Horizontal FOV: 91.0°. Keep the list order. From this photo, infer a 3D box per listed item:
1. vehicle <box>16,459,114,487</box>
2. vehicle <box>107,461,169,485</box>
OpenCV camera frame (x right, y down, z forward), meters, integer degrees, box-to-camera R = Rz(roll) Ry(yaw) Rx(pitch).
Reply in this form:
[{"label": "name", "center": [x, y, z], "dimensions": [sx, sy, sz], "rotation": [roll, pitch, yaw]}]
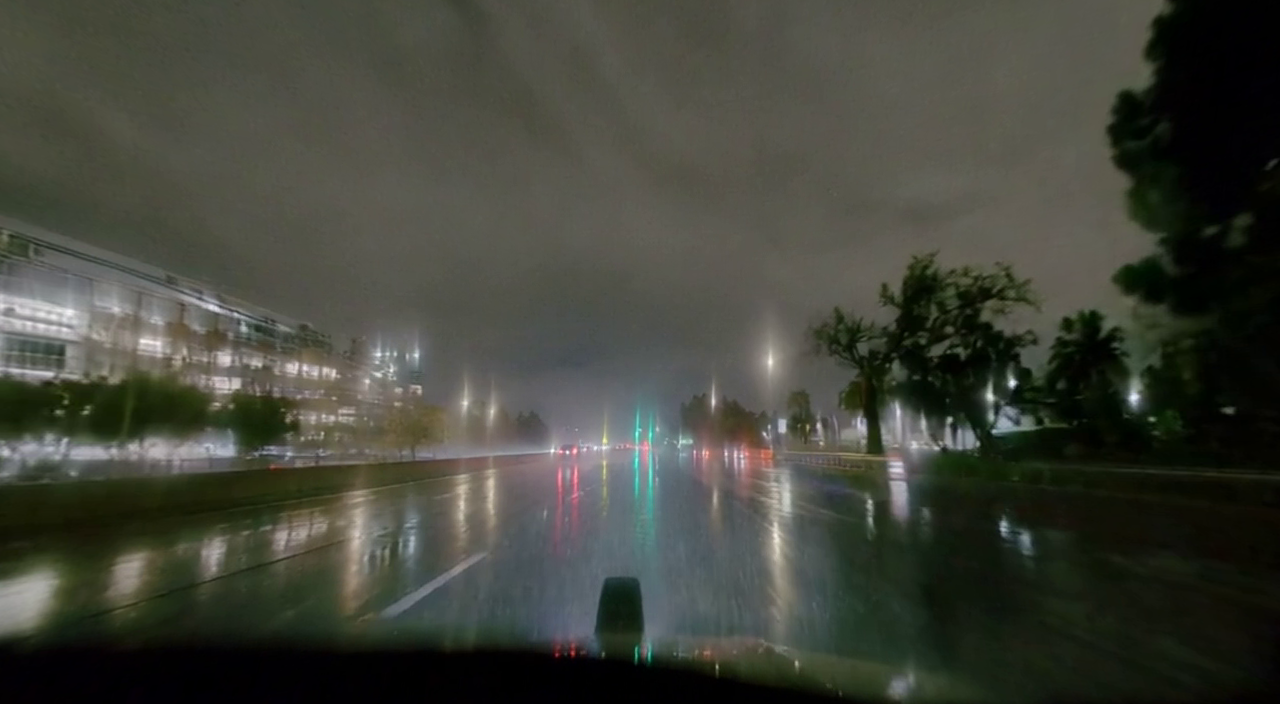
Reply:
[{"label": "vehicle", "center": [-38.948, 8.184, 42.709], "dimensions": [4.746, 1.804, 2.038], "rotation": [-1, -9, 4]}, {"label": "vehicle", "center": [-38.457, 9.261, 48.238], "dimensions": [3.296, 1.468, 1.842], "rotation": [-5, -9, 5]}]
